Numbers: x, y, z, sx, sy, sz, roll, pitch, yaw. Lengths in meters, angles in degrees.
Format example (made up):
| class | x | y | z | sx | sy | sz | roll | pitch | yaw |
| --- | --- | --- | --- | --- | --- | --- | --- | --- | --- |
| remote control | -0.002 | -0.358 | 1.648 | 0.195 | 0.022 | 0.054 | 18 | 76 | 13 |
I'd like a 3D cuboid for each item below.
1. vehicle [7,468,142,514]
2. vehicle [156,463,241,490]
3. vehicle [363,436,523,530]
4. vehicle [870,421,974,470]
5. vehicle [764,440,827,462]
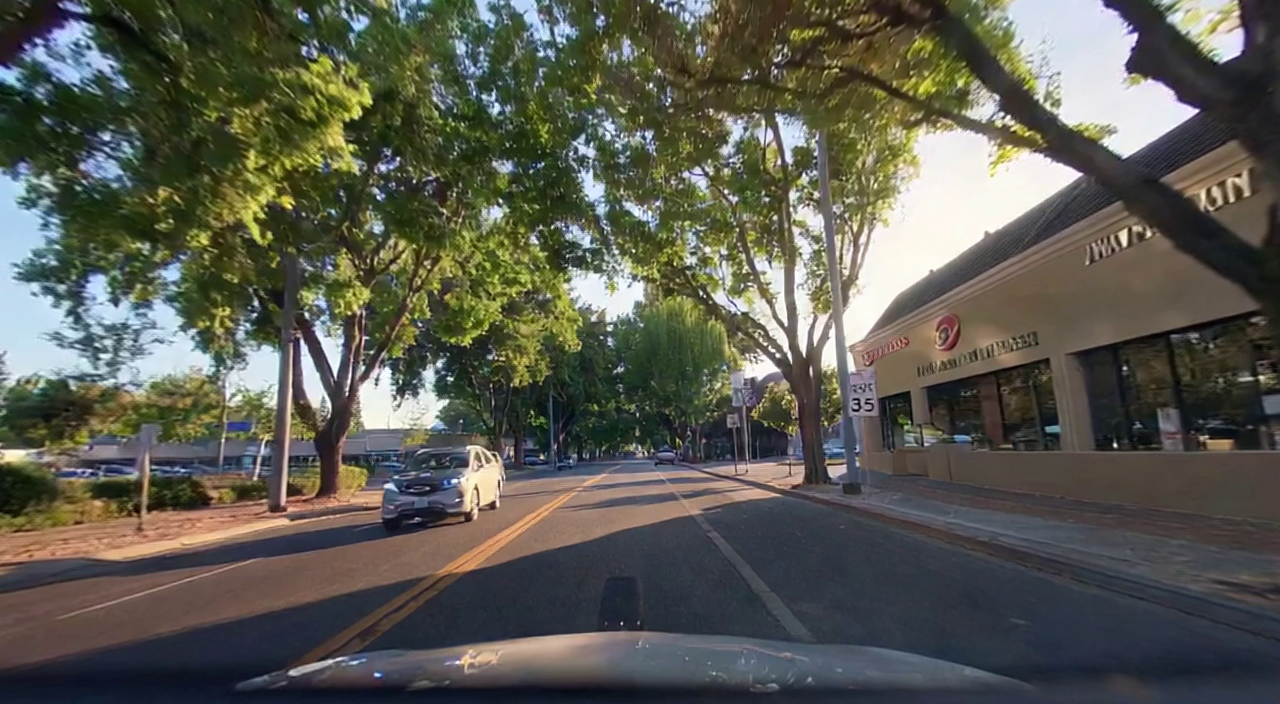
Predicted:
| class | x | y | z | sx | sy | sz | roll | pitch | yaw |
| --- | --- | --- | --- | --- | --- | --- | --- | --- | --- |
| vehicle | -22.386 | 5.469 | 25.289 | 1.779 | 1.475 | 4.483 | 1 | -9 | -10 |
| vehicle | -30.474 | 8.589 | 43.767 | 4.361 | 1.653 | 1.946 | 2 | -9 | -17 |
| vehicle | -4.158 | 2.828 | 14.333 | 2.103 | 1.750 | 4.660 | 0 | -9 | 0 |
| vehicle | 11.366 | 3.734 | 25.253 | 2.124 | 1.711 | 5.059 | -8 | -12 | 43 |
| vehicle | 10.954 | 6.931 | 44.351 | 4.587 | 1.504 | 1.928 | 7 | -11 | -39 |
